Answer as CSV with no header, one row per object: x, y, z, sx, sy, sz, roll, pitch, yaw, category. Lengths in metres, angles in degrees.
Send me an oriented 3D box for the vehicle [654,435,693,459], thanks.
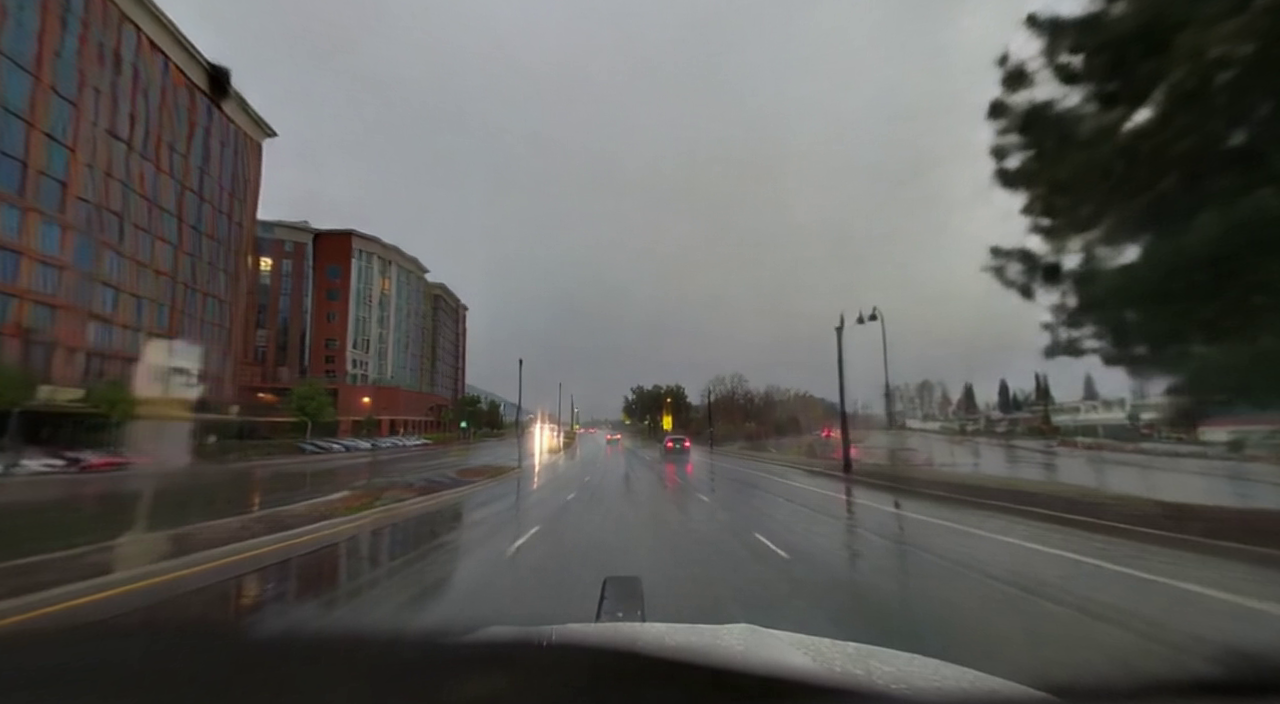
2.149,6.243,41.510,2.090,1.506,4.382,0,-8,-3,vehicle
